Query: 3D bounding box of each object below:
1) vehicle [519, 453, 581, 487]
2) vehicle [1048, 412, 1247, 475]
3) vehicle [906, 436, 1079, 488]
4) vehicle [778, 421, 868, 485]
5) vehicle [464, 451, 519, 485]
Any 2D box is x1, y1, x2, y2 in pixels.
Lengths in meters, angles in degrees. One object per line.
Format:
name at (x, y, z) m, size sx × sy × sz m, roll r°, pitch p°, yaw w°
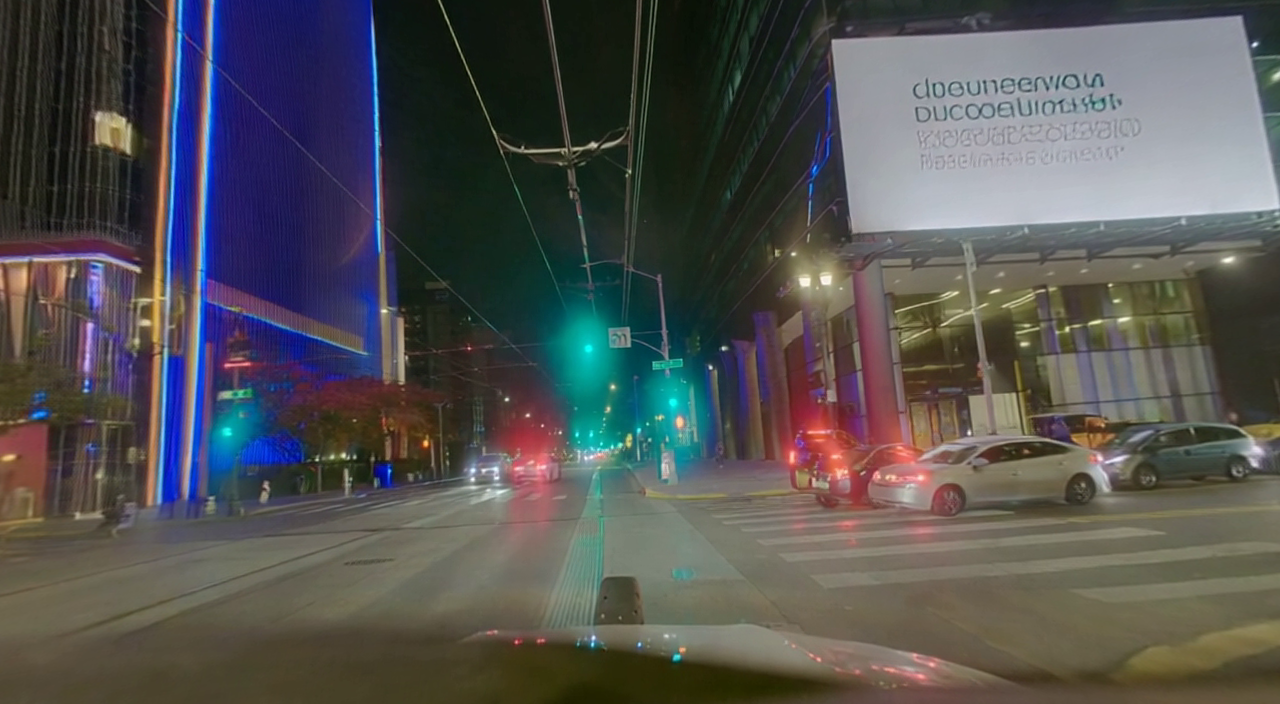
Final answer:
vehicle at (-4.416, 5.841, 31.670) m, size 1.797 × 1.490 × 4.549 m, roll -1°, pitch -9°, yaw 9°
vehicle at (16.727, 3.046, 21.023) m, size 4.944 × 1.946 × 1.952 m, roll 0°, pitch -8°, yaw -3°
vehicle at (11.361, 3.542, 20.512) m, size 4.697 × 1.510 × 1.596 m, roll 0°, pitch -9°, yaw -5°
vehicle at (7.536, 4.154, 26.566) m, size 2.316 × 2.425 × 4.466 m, roll 1°, pitch -7°, yaw -2°
vehicle at (-8.409, 6.590, 36.200) m, size 2.121 × 1.792 × 4.510 m, roll 0°, pitch -8°, yaw -1°
